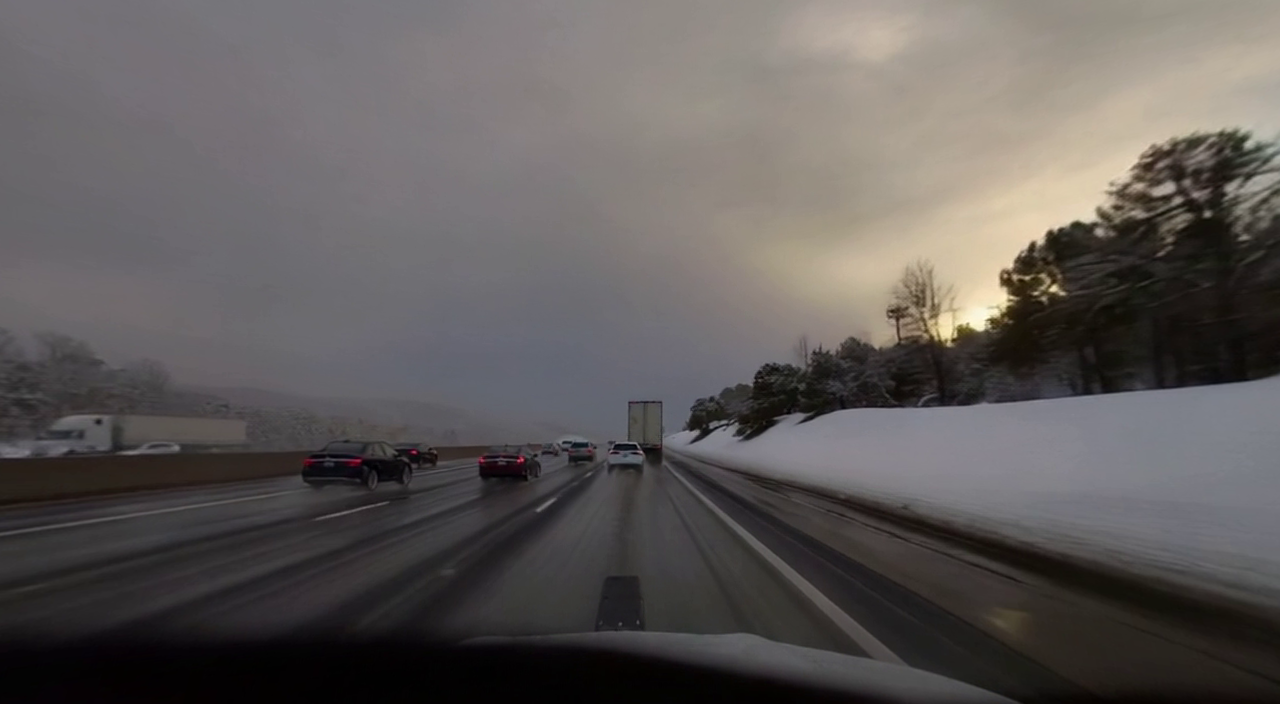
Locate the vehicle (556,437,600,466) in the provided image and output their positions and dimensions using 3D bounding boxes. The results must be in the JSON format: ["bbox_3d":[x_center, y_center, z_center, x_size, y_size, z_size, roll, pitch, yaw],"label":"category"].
[{"bbox_3d":[-3.765,6.171,39.077,2.155,1.661,4.477,0,-9,1],"label":"vehicle"}]

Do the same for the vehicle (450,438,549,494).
[{"bbox_3d":[-4.123,3.422,19.316,1.943,1.468,4.547,1,-9,0],"label":"vehicle"}]

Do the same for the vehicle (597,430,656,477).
[{"bbox_3d":[-0.520,4.302,26.829,2.281,1.795,4.297,1,-9,0],"label":"vehicle"}]

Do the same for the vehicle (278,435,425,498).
[{"bbox_3d":[-7.789,3.126,17.551,2.029,1.507,4.204,1,-9,1],"label":"vehicle"}]
